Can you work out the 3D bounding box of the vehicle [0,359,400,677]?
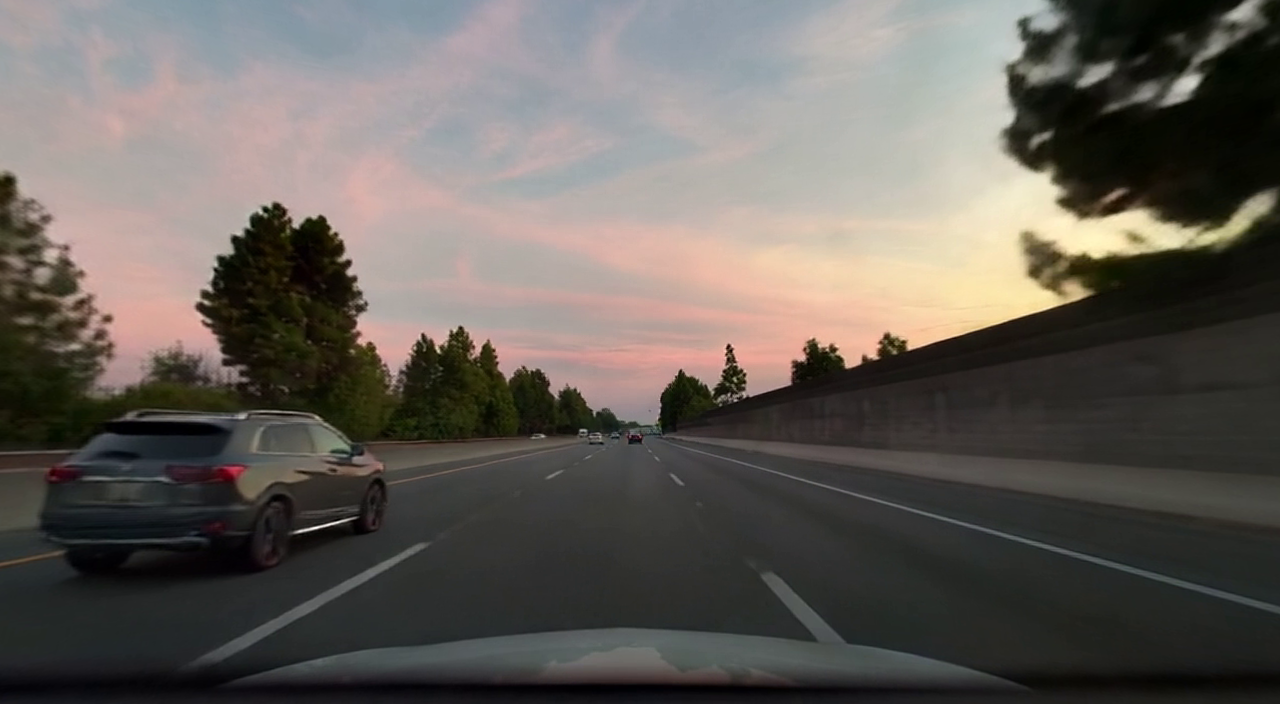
[{"bbox_3d":[-4.258,1.202,5.794,2.306,1.730,4.606,0,-7,0],"label":"vehicle"}]
